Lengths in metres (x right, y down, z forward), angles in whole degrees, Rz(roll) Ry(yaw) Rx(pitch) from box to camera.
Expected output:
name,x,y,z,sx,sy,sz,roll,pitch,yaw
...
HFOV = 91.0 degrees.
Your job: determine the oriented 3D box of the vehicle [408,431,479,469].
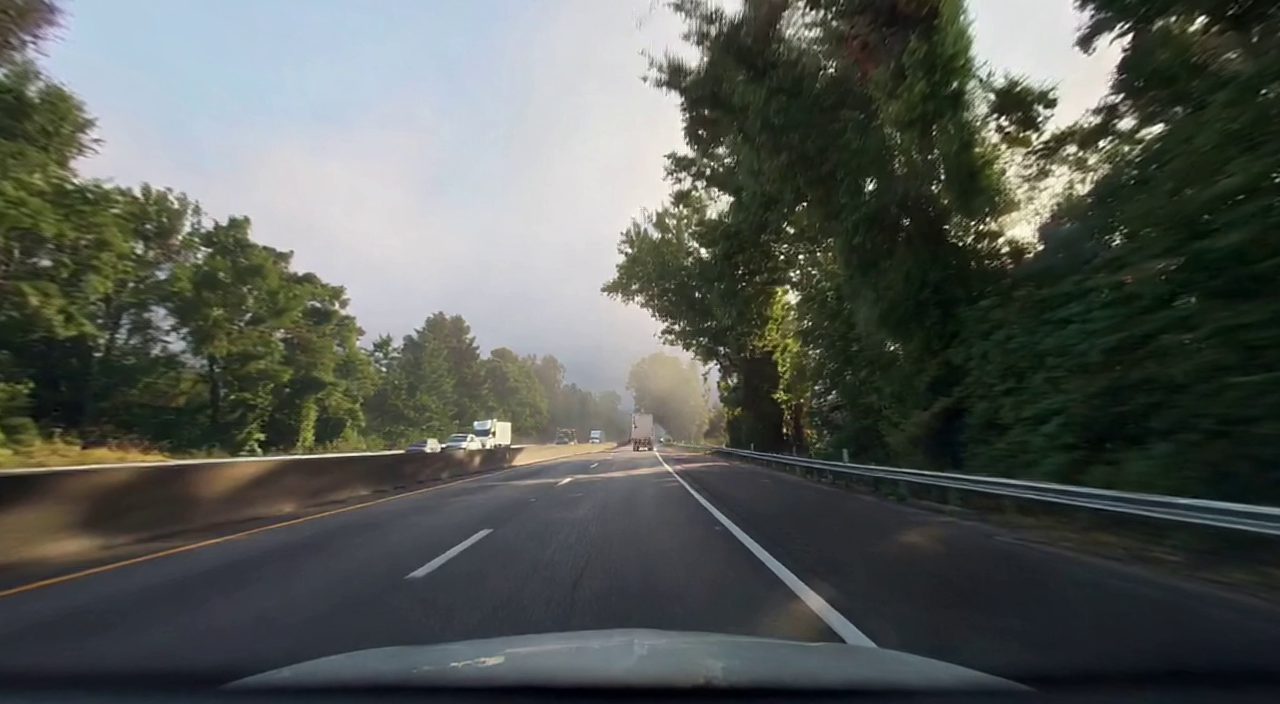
name,x,y,z,sx,sy,sz,roll,pitch,yaw
vehicle,-10.984,5.507,35.647,2.326,1.919,5.089,-1,-8,1
